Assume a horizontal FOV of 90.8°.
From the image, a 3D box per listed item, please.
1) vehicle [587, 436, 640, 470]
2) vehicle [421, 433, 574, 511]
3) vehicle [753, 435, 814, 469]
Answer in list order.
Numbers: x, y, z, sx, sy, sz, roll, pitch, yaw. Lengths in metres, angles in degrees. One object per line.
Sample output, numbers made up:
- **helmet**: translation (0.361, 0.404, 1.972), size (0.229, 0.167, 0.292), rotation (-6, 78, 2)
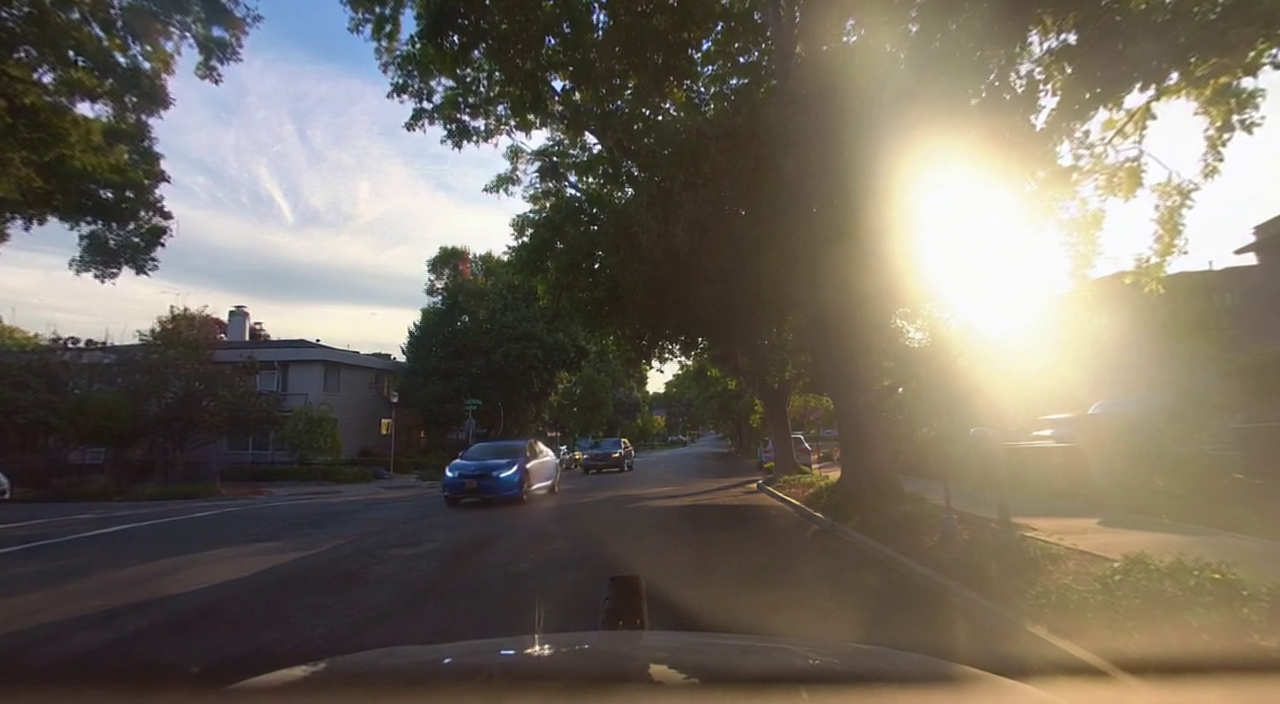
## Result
- **vehicle**: translation (-1.328, 5.372, 33.701), size (2.110, 1.651, 4.410), rotation (-1, -9, 7)
- **vehicle**: translation (-3.045, 2.699, 14.701), size (2.056, 1.508, 4.596), rotation (-1, -9, 6)
- **vehicle**: translation (6.669, 4.716, 29.897), size (1.918, 1.461, 4.419), rotation (0, -8, 1)
